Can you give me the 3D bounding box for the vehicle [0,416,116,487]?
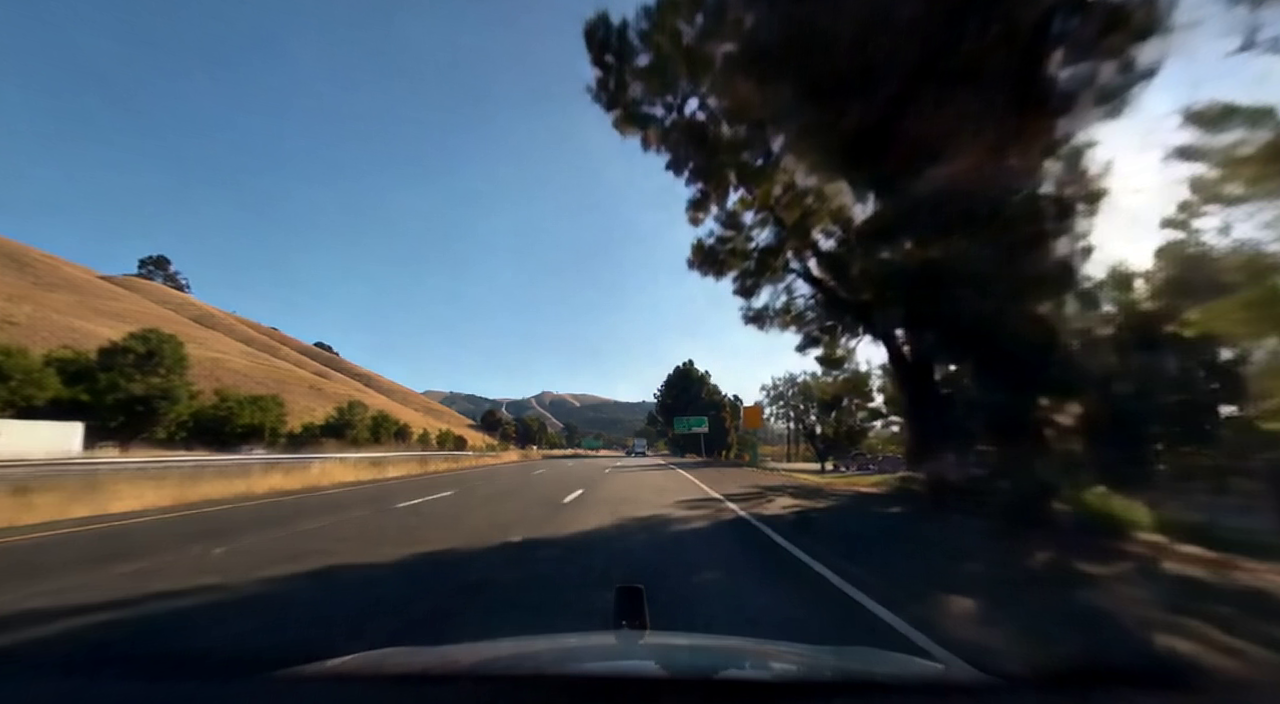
[{"bbox_3d":[-39.311,5.841,37.038,2.963,4.145,16.363,0,-9,0],"label":"vehicle"}]
